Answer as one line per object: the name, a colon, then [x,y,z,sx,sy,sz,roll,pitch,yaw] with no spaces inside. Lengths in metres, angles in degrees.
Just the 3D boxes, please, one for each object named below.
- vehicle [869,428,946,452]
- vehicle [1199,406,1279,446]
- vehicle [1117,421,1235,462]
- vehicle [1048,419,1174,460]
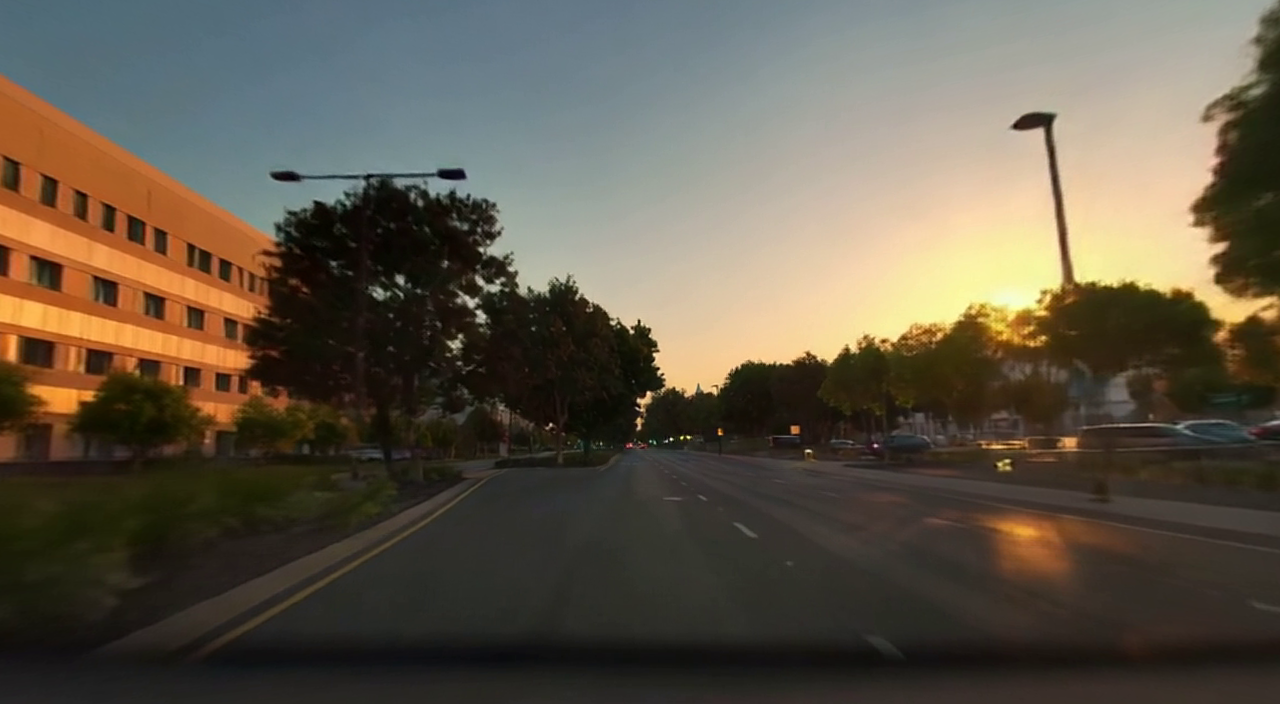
vehicle: [20.013,6.609,47.359,4.656,1.752,2.309,1,-8,-4]
vehicle: [31.285,3.729,31.765,2.007,1.782,4.355,-3,-10,-5]
vehicle: [25.810,4.355,30.629,1.874,1.808,4.159,0,-8,-3]
vehicle: [22.913,4.332,31.062,2.133,1.853,5.009,0,-8,-2]
